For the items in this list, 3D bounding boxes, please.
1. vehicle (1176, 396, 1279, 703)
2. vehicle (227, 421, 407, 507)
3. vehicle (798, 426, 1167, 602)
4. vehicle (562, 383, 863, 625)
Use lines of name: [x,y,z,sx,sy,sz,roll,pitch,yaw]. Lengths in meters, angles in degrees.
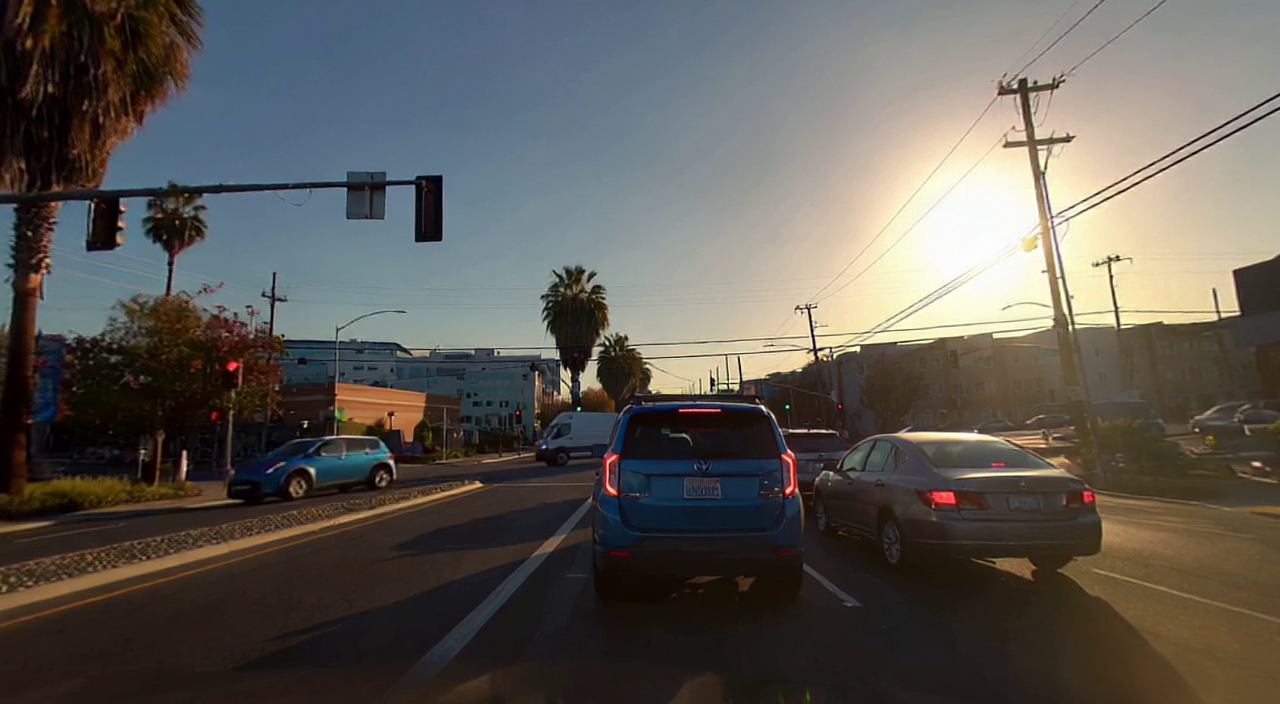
vehicle: [3.360,0.650,0.651,1.805,1.485,4.348,0,-9,1]
vehicle: [-11.318,3.971,22.832,2.230,2.653,5.869,-3,-9,16]
vehicle: [3.437,1.688,7.502,1.895,1.456,4.255,0,-9,-2]
vehicle: [0.464,1.439,6.887,2.228,1.780,4.269,0,-9,-2]
